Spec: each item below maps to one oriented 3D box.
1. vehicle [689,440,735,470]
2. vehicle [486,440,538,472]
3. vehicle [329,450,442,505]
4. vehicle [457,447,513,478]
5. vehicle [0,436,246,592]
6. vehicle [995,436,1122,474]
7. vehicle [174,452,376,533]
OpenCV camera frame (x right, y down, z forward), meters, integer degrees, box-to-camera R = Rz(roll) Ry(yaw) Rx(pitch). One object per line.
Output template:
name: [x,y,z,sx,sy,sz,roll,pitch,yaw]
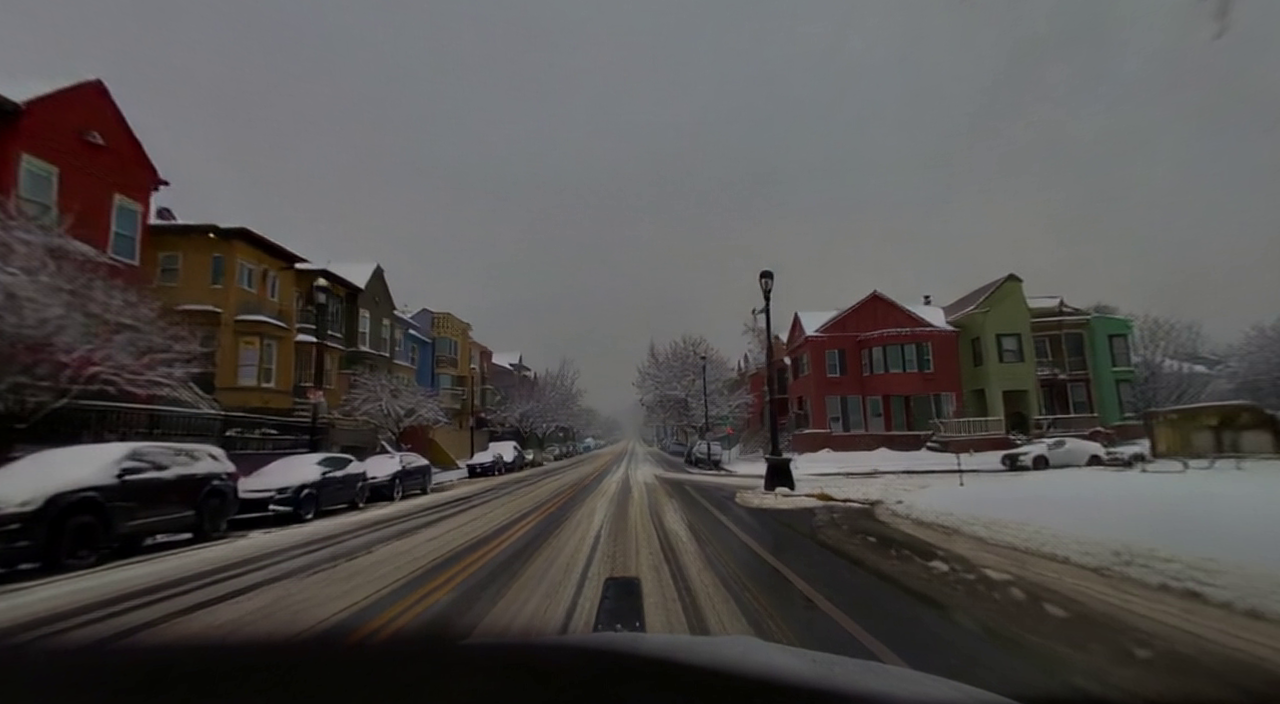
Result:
vehicle: [4.258,6.173,38.003,2.034,1.674,4.271,0,-9,-3]
vehicle: [-7.883,6.492,39.456,2.283,1.853,4.903,-1,-9,-1]
vehicle: [-7.988,3.941,20.341,1.836,1.474,4.565,-2,-8,-1]
vehicle: [-8.135,5.814,33.496,1.967,1.517,4.360,0,-9,-1]
vehicle: [-8.041,2.133,9.133,1.919,1.698,4.328,-1,-9,-1]
vehicle: [20.092,4.971,30.498,4.568,1.727,2.199,0,-9,-2]
vehicle: [-8.071,3.104,14.641,1.970,1.480,4.616,-1,-9,-1]
